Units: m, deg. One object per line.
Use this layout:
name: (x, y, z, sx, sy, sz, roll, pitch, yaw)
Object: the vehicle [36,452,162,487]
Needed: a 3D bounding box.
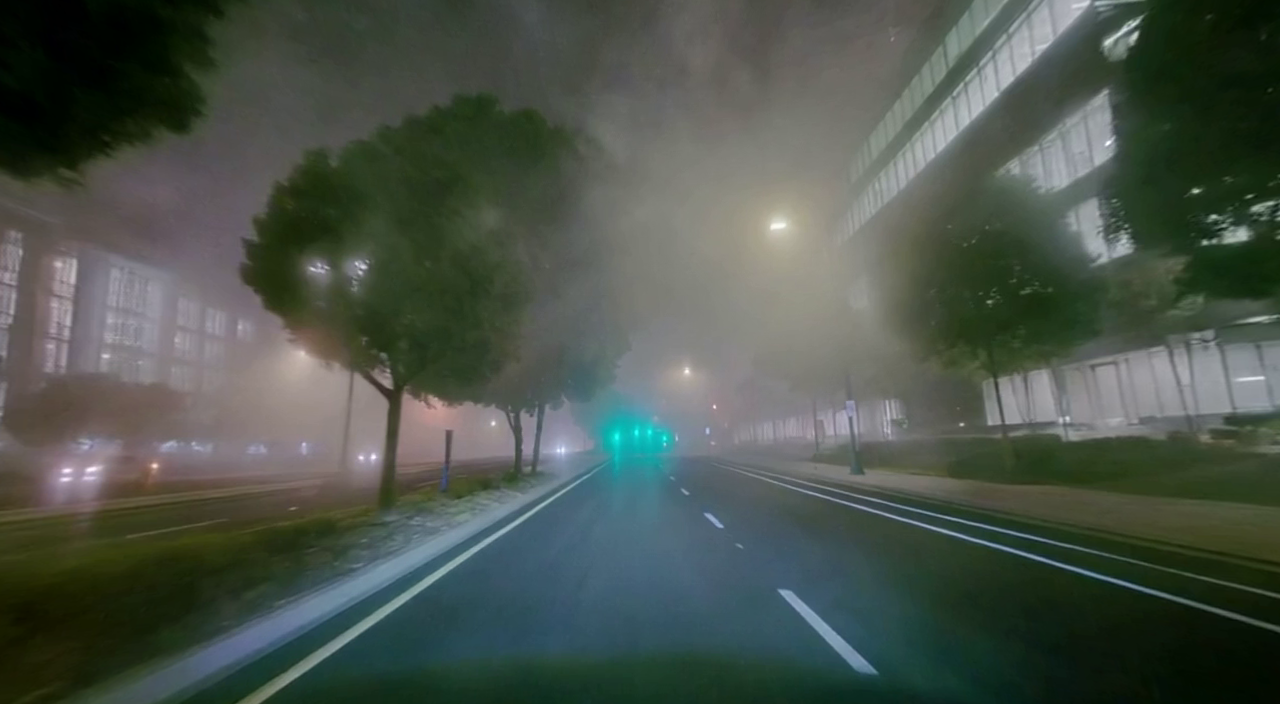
vehicle: (-26.453, 5.735, 31.140, 2.002, 1.568, 4.692, 0, -9, 1)
